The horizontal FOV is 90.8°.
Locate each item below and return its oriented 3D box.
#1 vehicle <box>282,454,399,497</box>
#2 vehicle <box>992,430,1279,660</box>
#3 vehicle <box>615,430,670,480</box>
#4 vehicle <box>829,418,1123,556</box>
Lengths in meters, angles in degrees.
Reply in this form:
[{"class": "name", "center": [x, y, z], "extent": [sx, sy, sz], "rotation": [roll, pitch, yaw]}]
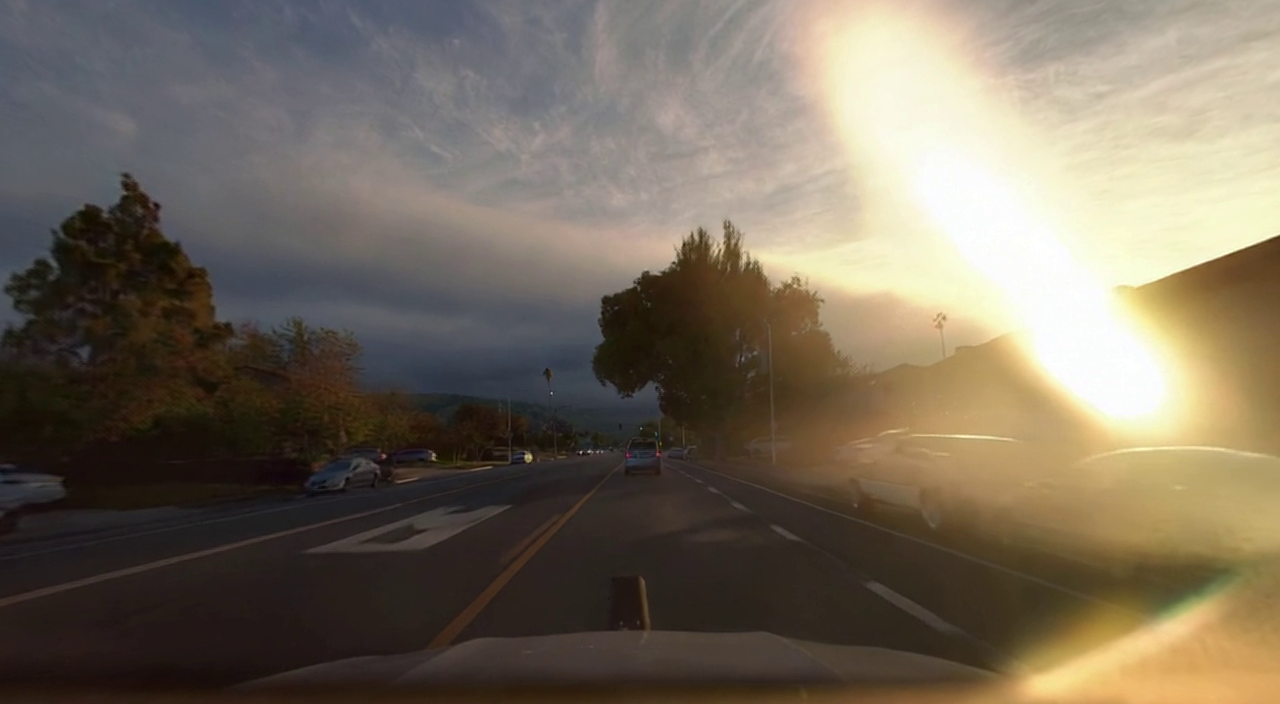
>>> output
[{"class": "vehicle", "center": [-12.446, 5.125, 26.754], "extent": [2.192, 1.541, 5.391], "rotation": [-1, -8, 2]}, {"class": "vehicle", "center": [5.066, 1.406, 5.197], "extent": [1.902, 1.472, 4.139], "rotation": [0, -8, -1]}, {"class": "vehicle", "center": [0.071, 4.412, 27.253], "extent": [2.153, 1.942, 4.767], "rotation": [0, -8, -1]}, {"class": "vehicle", "center": [4.987, 2.058, 10.423], "extent": [2.153, 1.730, 4.659], "rotation": [0, -8, -2]}]
